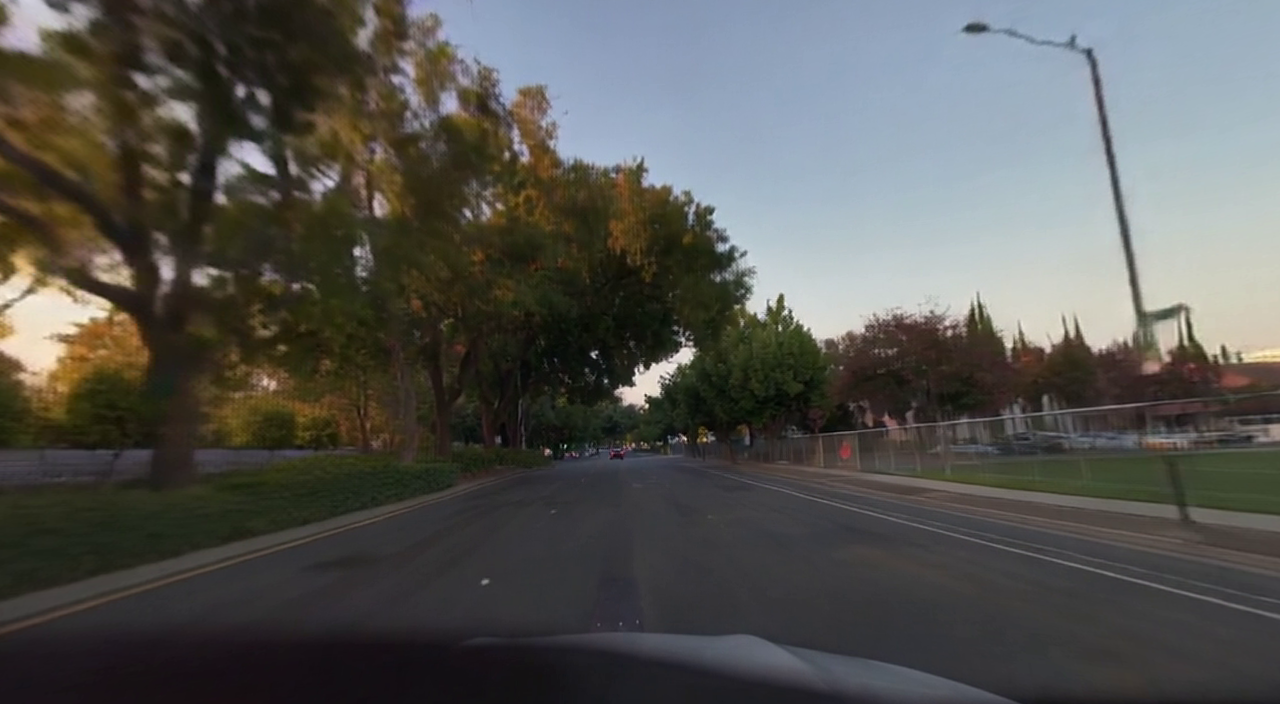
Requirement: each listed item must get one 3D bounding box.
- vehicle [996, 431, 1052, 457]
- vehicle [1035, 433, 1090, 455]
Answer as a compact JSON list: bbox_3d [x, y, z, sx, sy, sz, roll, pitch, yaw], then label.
[{"bbox_3d":[26.034,6.289,42.996,2.055,1.645,4.679,-3,-9,17],"label":"vehicle"},{"bbox_3d":[29.164,6.401,43.704,1.736,1.440,3.989,-2,-9,12],"label":"vehicle"}]
